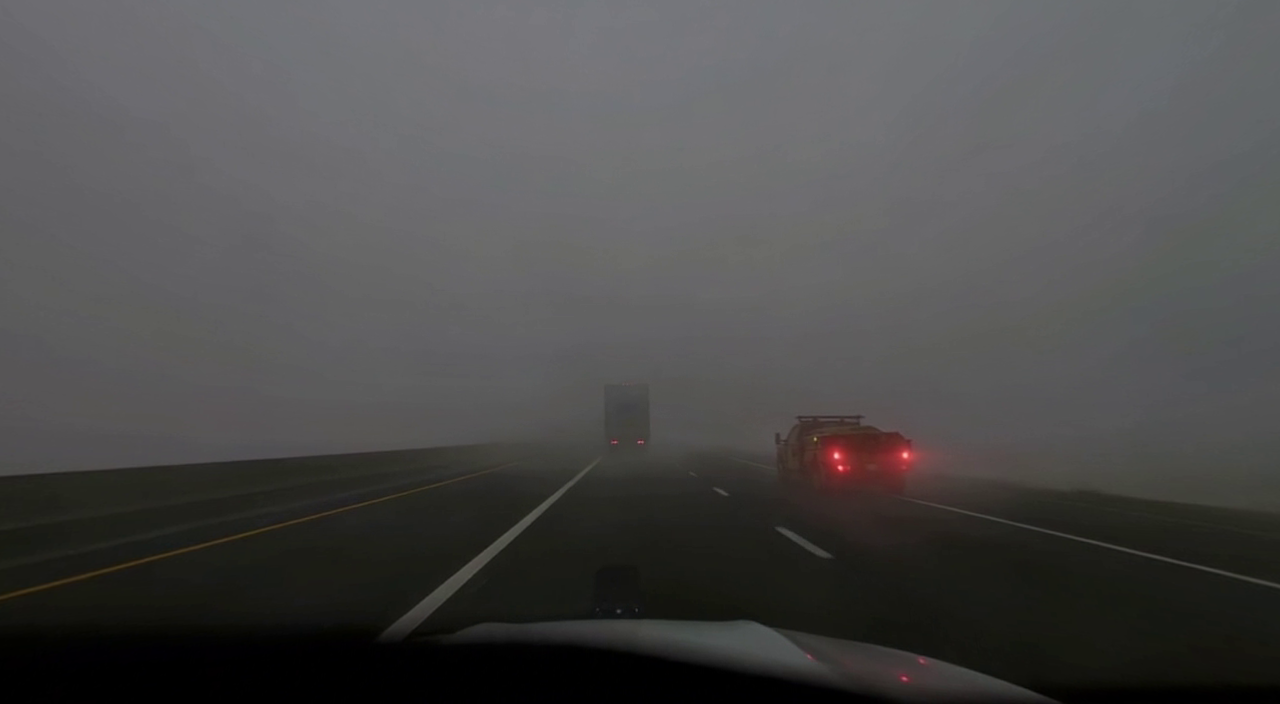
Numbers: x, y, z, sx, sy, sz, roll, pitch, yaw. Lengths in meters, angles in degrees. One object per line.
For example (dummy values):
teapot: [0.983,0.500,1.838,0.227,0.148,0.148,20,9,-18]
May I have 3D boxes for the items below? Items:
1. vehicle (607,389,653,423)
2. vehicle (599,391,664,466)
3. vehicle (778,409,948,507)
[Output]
vehicle: [-0.493,2.755,31.240,2.112,1.472,4.240,0,-8,-1]
vehicle: [-0.668,4.288,35.687,2.953,3.406,13.372,1,-7,-2]
vehicle: [4.729,2.310,14.247,2.091,1.829,4.625,0,-8,-1]
